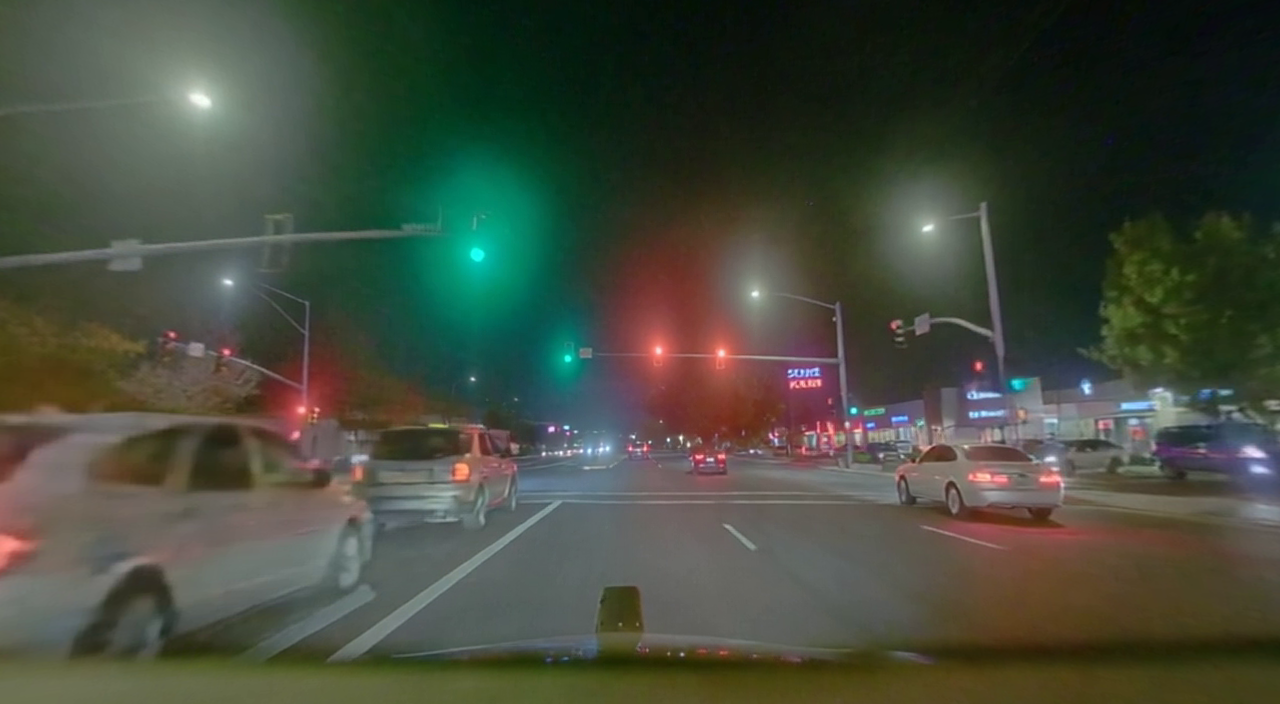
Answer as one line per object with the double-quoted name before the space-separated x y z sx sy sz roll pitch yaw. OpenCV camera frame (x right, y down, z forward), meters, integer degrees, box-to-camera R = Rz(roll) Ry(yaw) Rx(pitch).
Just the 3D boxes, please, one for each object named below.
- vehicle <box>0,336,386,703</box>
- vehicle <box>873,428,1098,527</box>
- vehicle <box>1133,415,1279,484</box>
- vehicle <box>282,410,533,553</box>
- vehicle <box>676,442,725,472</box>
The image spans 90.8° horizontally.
"vehicle" -3.382 0.994 3.482 2.118 1.721 4.464 0 -8 0
"vehicle" 6.763 2.487 13.146 2.002 1.651 4.647 0 -8 -1
"vehicle" 19.963 3.307 21.645 6.595 2.059 2.513 5 -10 -32
"vehicle" -3.389 2.021 10.604 2.304 1.794 5.004 0 -8 0
"vehicle" 3.215 5.665 34.306 2.099 1.463 4.365 0 -8 -2
